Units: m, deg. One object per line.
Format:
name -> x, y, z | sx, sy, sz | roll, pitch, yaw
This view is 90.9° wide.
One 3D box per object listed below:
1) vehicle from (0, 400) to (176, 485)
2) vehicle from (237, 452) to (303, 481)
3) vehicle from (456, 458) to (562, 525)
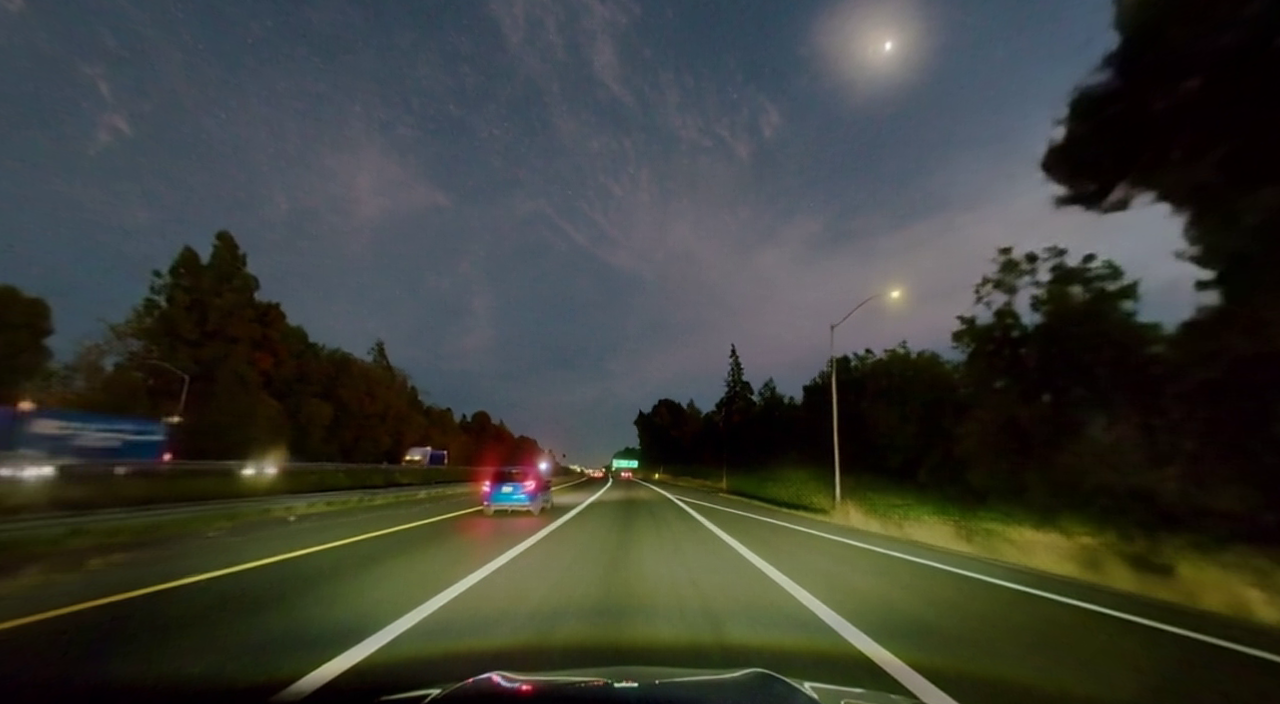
vehicle -> -28.242, 4.649, 31.094 | 2.808, 3.437, 10.955 | 1, -10, -4
vehicle -> -24.915, 7.732, 42.570 | 1.984, 1.800, 4.321 | 1, -10, -4
vehicle -> -3.444, 3.770, 17.436 | 1.967, 1.556, 4.364 | 1, -10, 0
